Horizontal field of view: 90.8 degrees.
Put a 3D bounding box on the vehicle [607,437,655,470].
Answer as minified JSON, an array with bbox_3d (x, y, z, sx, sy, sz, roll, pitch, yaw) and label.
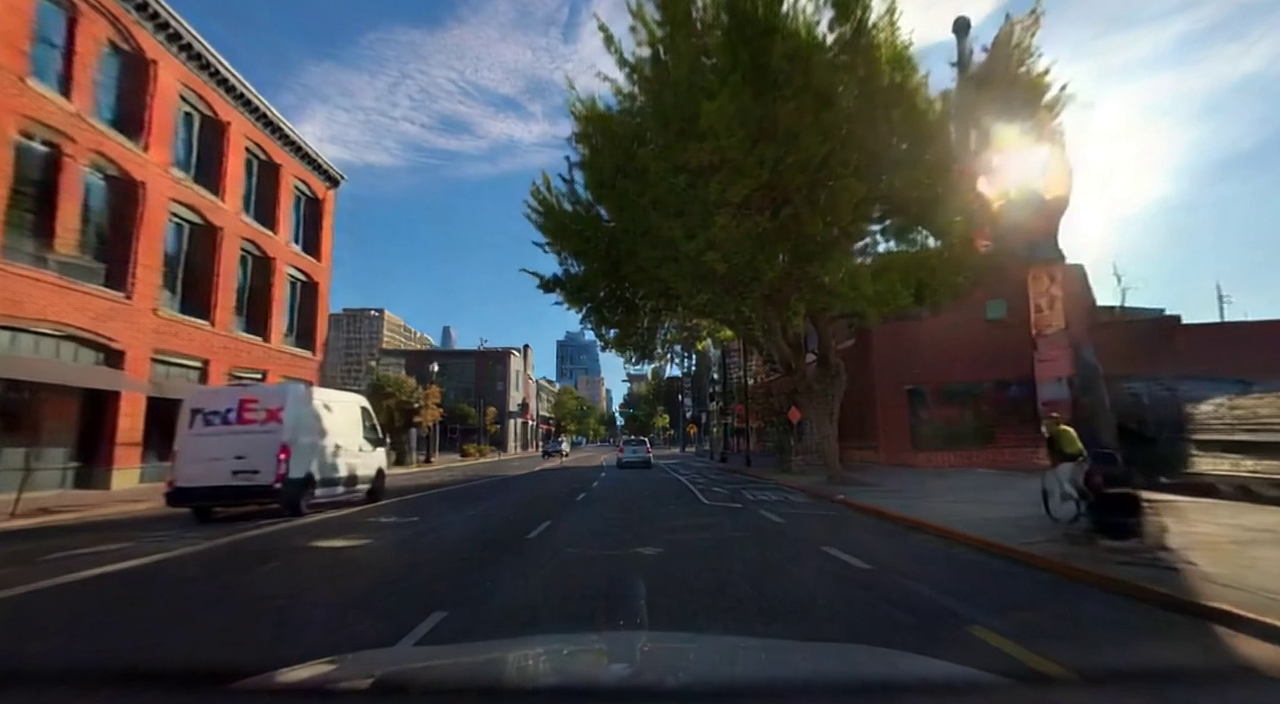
[{"bbox_3d":[-0.568,5.377,33.645,2.356,1.572,4.810,0,-8,-4],"label":"vehicle"}]

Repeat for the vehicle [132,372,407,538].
[{"bbox_3d":[-6.971,2.025,12.995,2.418,2.620,5.522,-1,-8,-2],"label":"vehicle"}]
